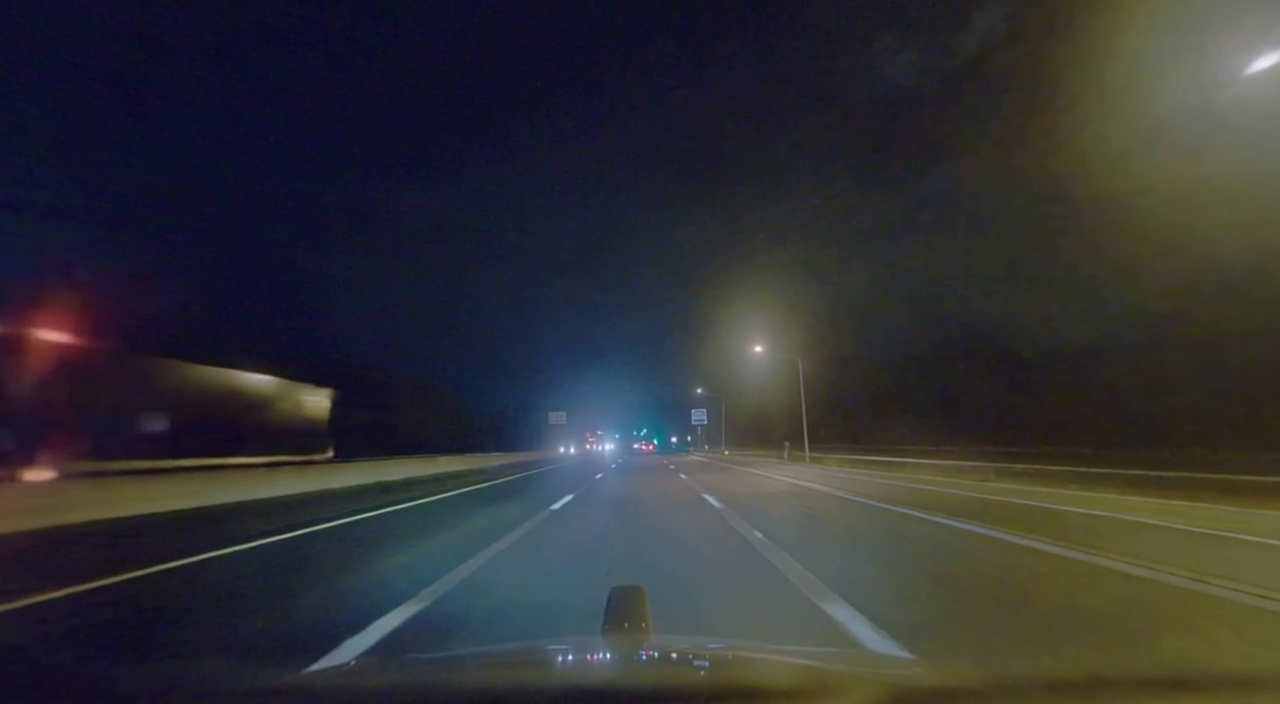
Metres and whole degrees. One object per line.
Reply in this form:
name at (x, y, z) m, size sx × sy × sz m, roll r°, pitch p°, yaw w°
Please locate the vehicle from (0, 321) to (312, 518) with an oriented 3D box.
vehicle at (-14.951, 2.185, 18.540) m, size 2.953 × 4.112 × 14.059 m, roll 0°, pitch -8°, yaw 0°
